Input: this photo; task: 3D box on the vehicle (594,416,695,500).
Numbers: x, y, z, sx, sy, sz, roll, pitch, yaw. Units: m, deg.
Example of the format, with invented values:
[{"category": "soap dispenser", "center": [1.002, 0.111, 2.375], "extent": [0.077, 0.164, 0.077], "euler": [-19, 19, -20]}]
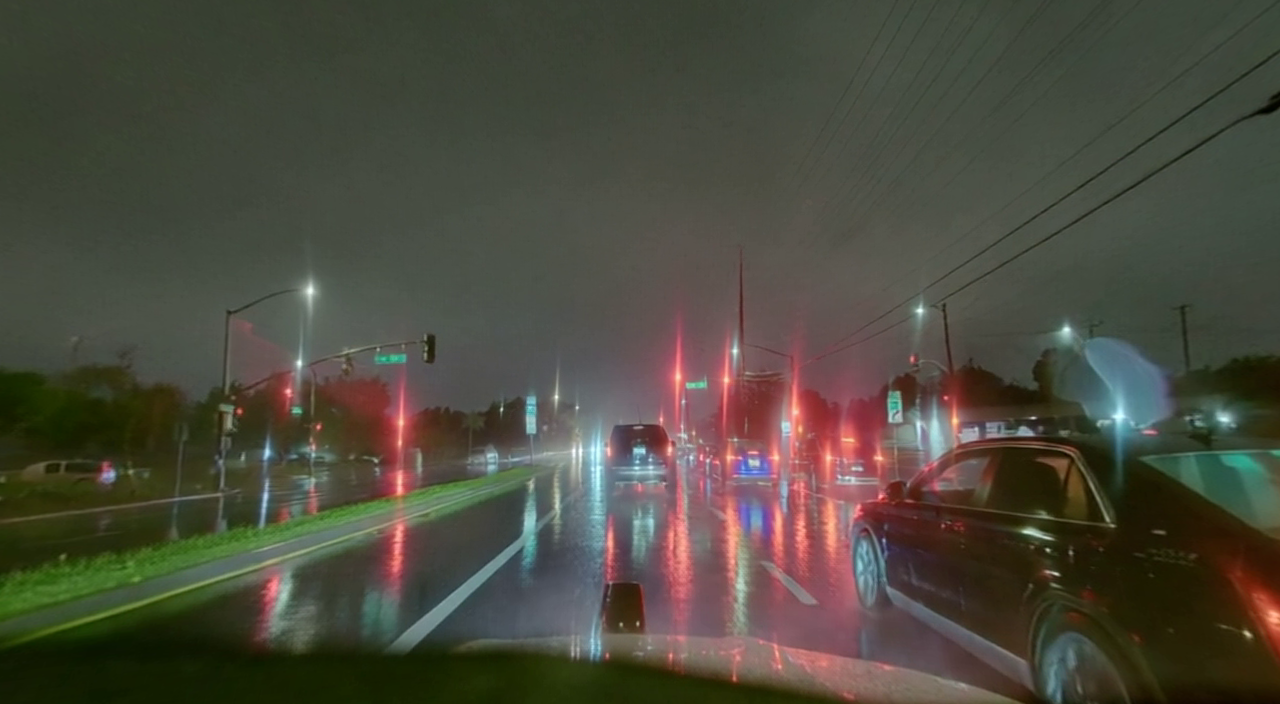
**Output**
[{"category": "vehicle", "center": [0.088, 2.722, 16.550], "extent": [2.236, 1.856, 4.816], "euler": [0, -8, 0]}]

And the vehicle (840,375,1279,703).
[{"category": "vehicle", "center": [2.777, 1.024, 3.305], "extent": [2.004, 1.460, 4.297], "euler": [0, -8, -1]}]

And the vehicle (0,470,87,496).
[{"category": "vehicle", "center": [-37.918, 8.179, 39.519], "extent": [4.625, 1.455, 2.029], "euler": [0, -8, -3]}]

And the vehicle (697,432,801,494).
[{"category": "vehicle", "center": [2.861, 3.042, 17.631], "extent": [2.025, 1.477, 4.333], "euler": [0, -8, -1]}]

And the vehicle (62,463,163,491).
[{"category": "vehicle", "center": [-33.181, 7.845, 39.843], "extent": [4.550, 1.601, 1.766], "euler": [1, -9, -6]}]
